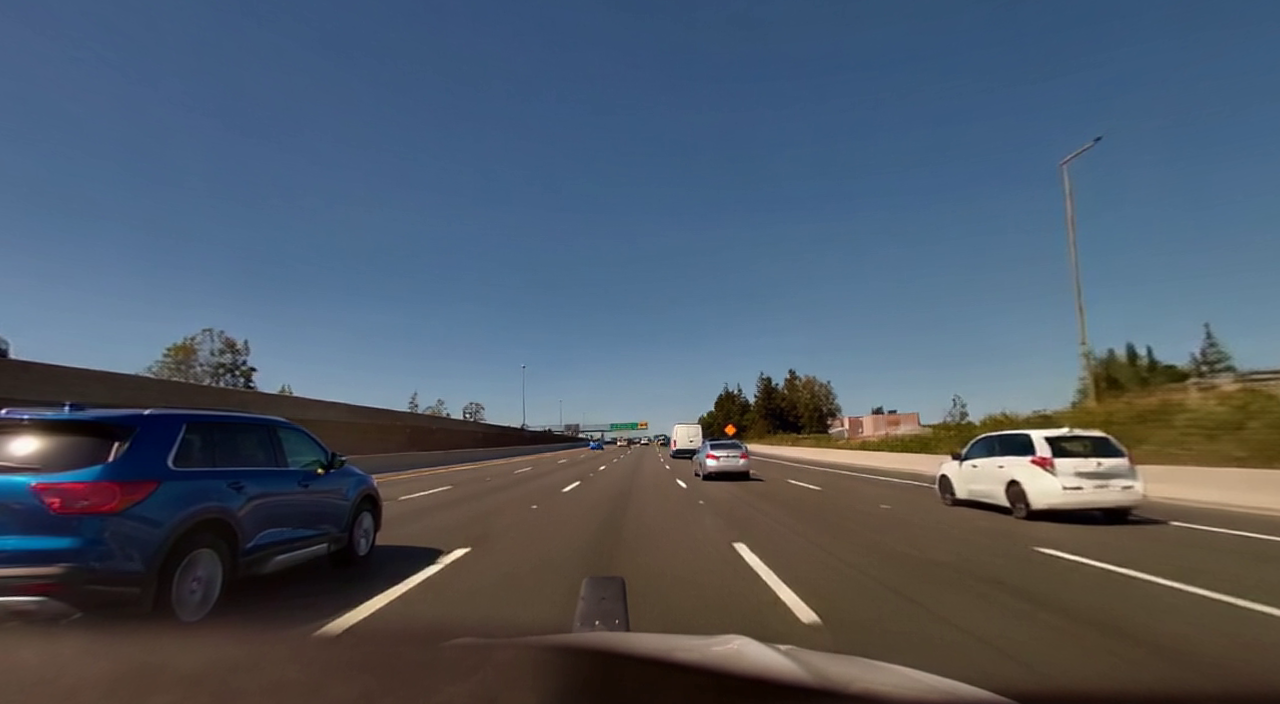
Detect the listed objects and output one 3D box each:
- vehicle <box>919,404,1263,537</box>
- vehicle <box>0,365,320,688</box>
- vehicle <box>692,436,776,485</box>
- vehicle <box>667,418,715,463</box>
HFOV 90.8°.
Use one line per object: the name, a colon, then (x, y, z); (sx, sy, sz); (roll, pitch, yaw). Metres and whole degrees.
vehicle: (6.960, 1.898, 10.697); (2.184, 1.712, 4.856); (0, -8, -1)
vehicle: (-4.297, 1.053, 4.300); (2.000, 1.646, 4.201); (0, -8, 0)
vehicle: (3.154, 3.761, 22.299); (2.108, 1.509, 5.059); (0, -8, -1)
vehicle: (3.283, 5.926, 42.162); (2.629, 2.718, 6.740); (0, -8, 0)
